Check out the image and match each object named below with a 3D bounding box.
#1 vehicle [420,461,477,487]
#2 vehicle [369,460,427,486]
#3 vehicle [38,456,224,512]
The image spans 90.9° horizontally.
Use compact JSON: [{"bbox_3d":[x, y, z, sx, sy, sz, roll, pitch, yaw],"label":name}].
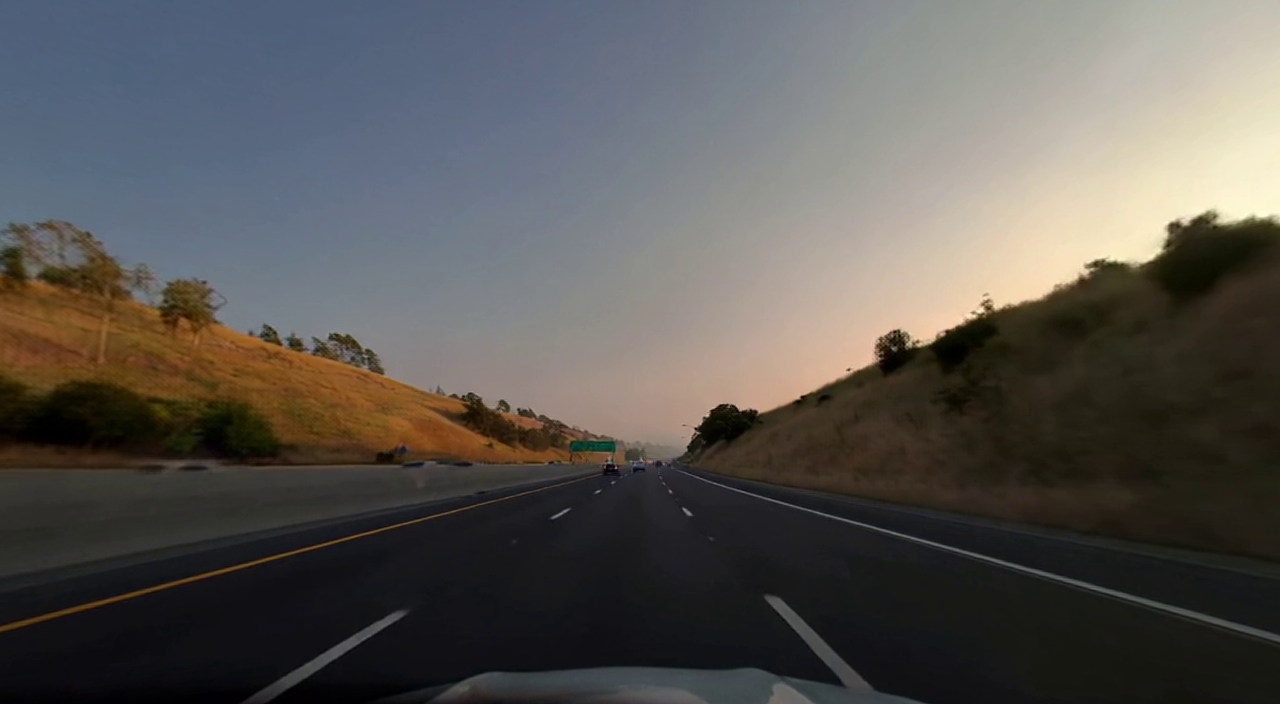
[{"bbox_3d":[-11.600,7.460,38.554,1.995,1.470,4.593,1,-11,1],"label":"vehicle"},{"bbox_3d":[-15.630,7.818,40.923,1.926,1.550,4.360,1,-11,1],"label":"vehicle"},{"bbox_3d":[-15.463,4.037,19.560,1.923,1.469,4.556,1,-11,0],"label":"vehicle"}]
